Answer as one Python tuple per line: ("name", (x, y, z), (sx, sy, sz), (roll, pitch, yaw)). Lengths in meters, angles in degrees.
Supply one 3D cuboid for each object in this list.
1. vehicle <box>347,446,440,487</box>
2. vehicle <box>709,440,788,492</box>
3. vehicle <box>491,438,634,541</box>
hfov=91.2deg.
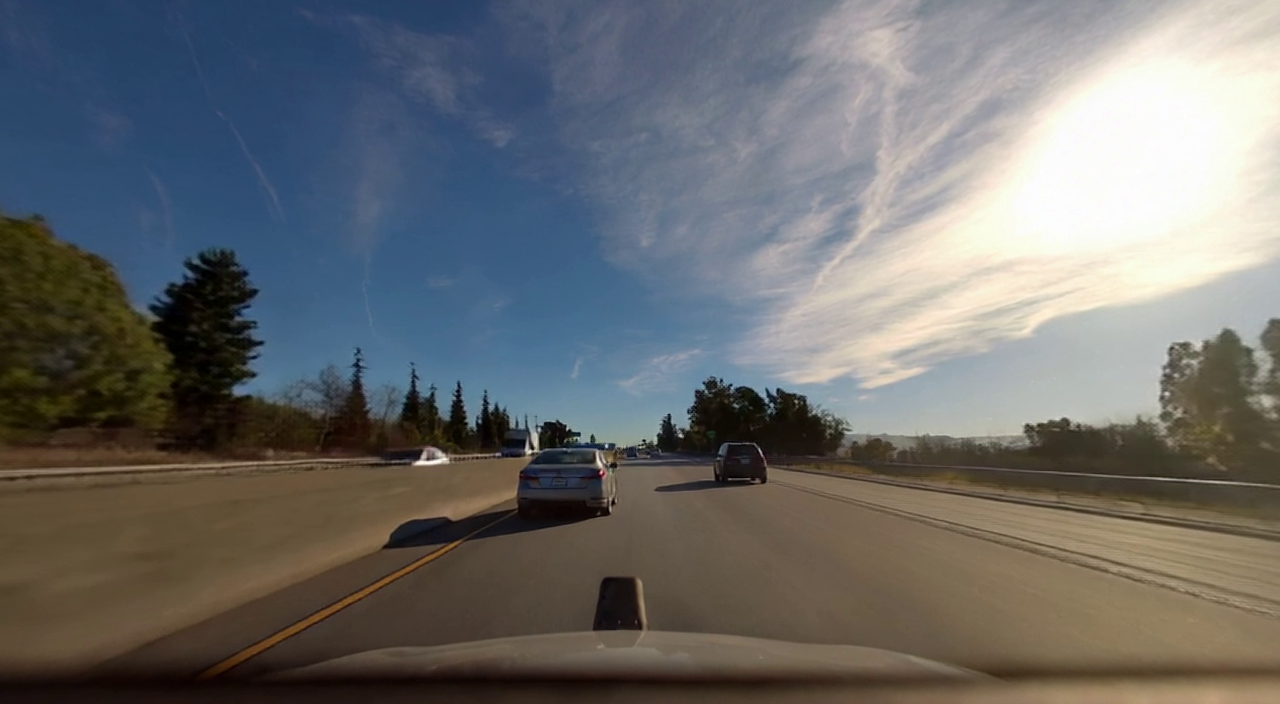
("vehicle", (-9.846, 4.593, 25.486), (1.903, 1.510, 4.561), (0, -9, 0))
("vehicle", (3.501, 3.749, 20.932), (1.910, 1.554, 3.718), (0, -9, -1))
("vehicle", (-1.153, 2.347, 11.327), (2.013, 1.479, 4.169), (0, -9, 1))
